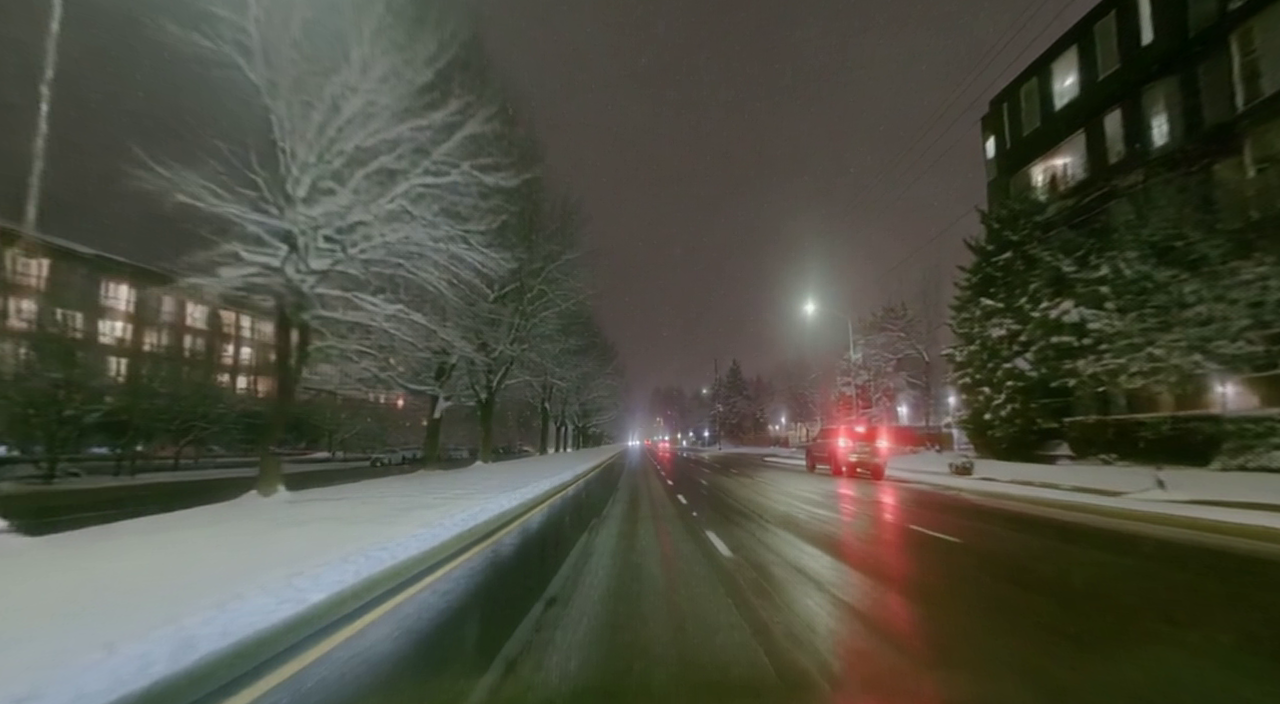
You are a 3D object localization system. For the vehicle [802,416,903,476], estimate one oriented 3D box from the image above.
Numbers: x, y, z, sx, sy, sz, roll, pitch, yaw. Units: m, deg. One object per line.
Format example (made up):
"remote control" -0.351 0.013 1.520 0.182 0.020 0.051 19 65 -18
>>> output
"vehicle" 9.836 4.466 29.953 2.456 2.534 5.930 1 -8 -3
